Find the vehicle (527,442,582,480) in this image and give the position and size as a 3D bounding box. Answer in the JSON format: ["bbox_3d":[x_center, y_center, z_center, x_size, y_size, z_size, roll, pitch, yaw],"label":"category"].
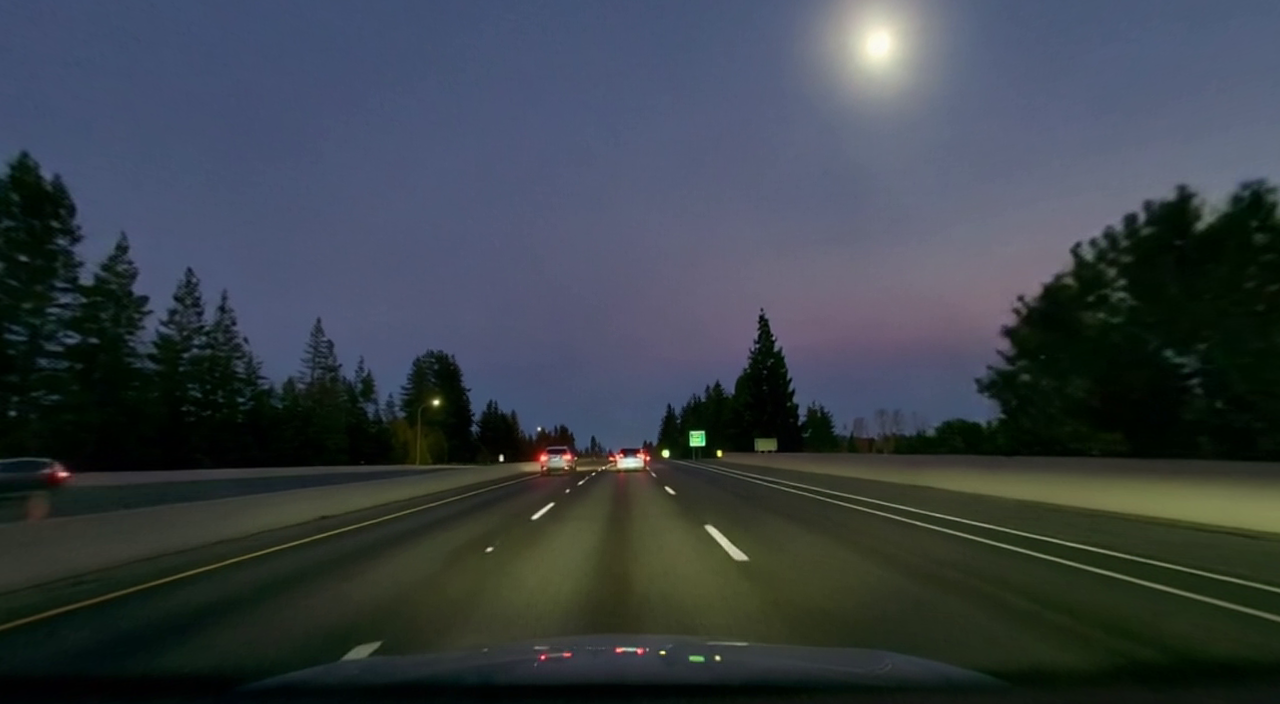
[{"bbox_3d":[-4.182,5.395,31.516,2.130,1.741,4.665,0,-9,0],"label":"vehicle"}]

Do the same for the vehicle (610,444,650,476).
[{"bbox_3d":[-0.529,5.988,35.087,2.130,1.684,3.826,0,-9,0],"label":"vehicle"}]
